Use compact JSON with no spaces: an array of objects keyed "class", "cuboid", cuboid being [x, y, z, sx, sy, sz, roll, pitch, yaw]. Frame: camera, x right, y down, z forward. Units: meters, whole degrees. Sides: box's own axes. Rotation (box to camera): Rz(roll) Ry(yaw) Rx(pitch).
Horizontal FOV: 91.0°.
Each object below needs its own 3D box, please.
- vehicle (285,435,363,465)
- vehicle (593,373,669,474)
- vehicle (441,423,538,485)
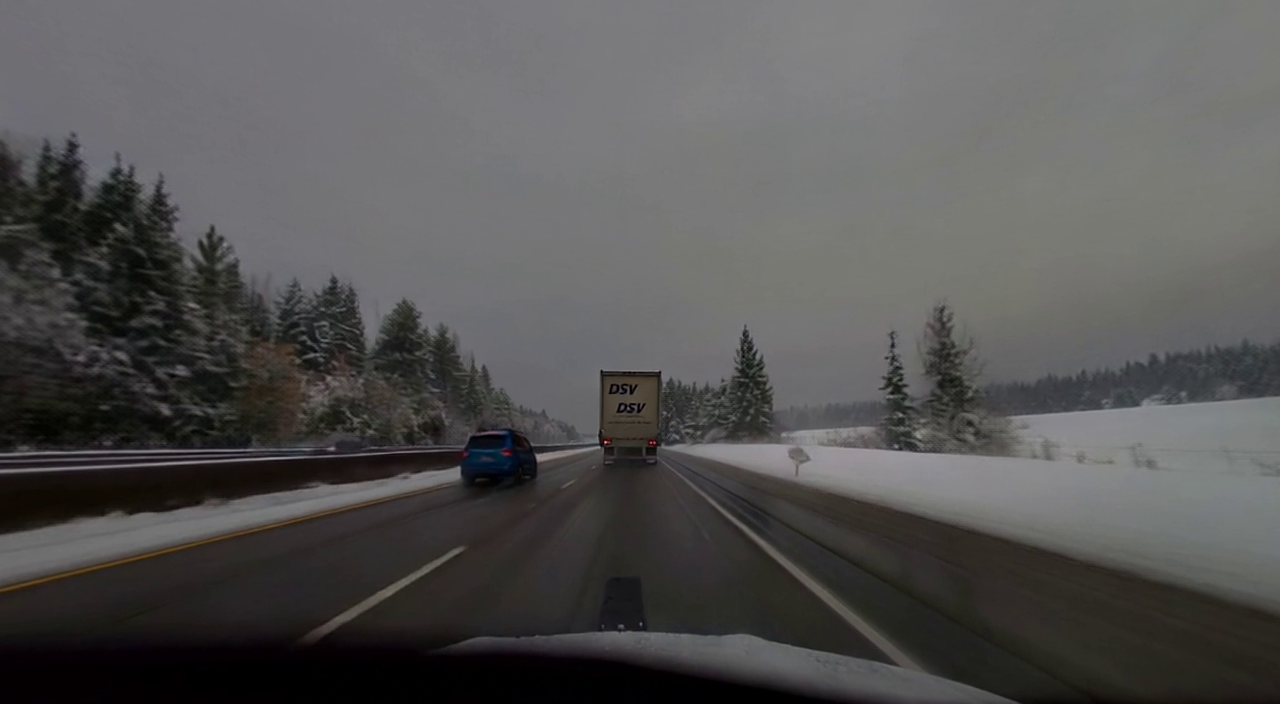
[{"class":"vehicle","cuboid":[-16.845,5.239,33.801,1.924,1.457,4.470,0,-8,-1]},{"class":"vehicle","cuboid":[-0.465,3.525,29.883,2.969,3.957,10.270,0,-8,-1]},{"class":"vehicle","cuboid":[-4.797,3.328,20.824,2.086,1.778,4.544,0,-8,0]}]
